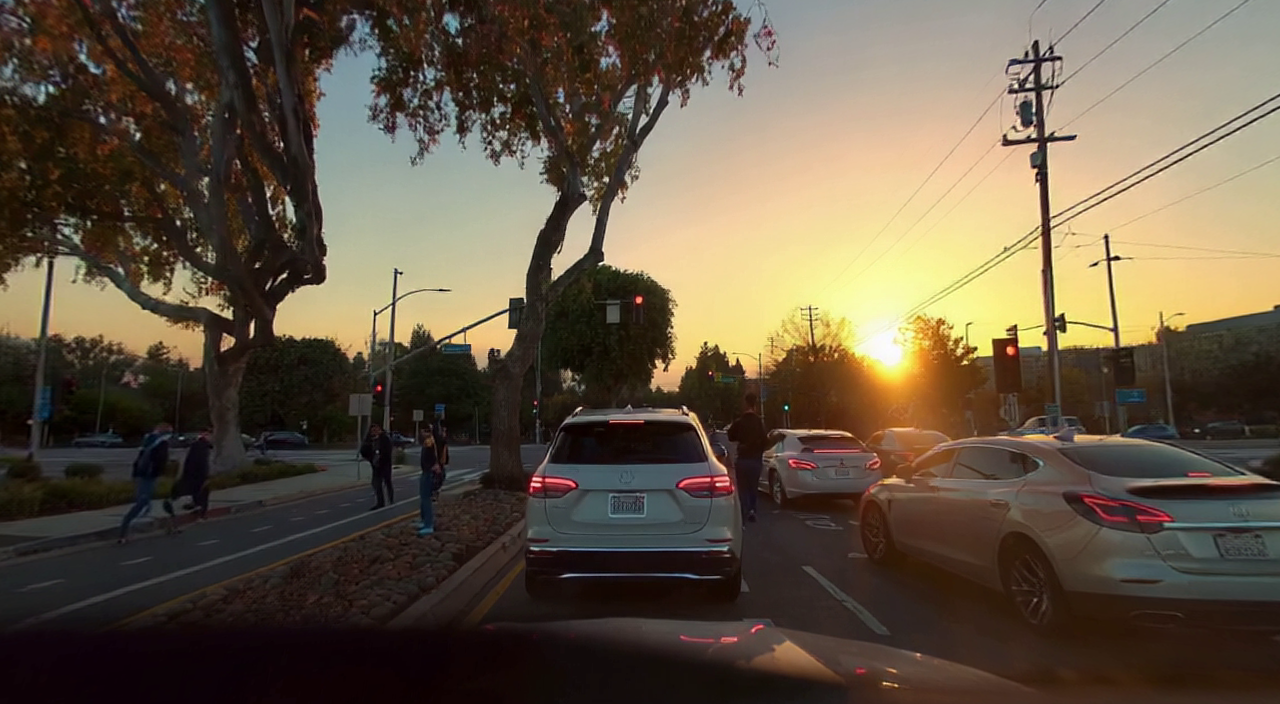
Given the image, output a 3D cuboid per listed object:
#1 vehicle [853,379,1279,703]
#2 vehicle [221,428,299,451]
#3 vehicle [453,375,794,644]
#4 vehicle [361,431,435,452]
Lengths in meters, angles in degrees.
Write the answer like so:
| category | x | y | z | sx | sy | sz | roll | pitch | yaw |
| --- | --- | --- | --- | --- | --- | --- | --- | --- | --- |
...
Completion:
| category | x | y | z | sx | sy | sz | roll | pitch | yaw |
| --- | --- | --- | --- | --- | --- | --- | --- | --- | --- |
| vehicle | 3.550 | 1.297 | 5.455 | 1.948 | 1.677 | 4.437 | 0 | -8 | 1 |
| vehicle | -28.375 | 6.533 | 47.193 | 4.587 | 1.639 | 1.878 | 0 | -8 | 0 |
| vehicle | -0.154 | 1.373 | 6.531 | 2.271 | 1.786 | 4.443 | 0 | -8 | -1 |
| vehicle | -17.755 | 6.557 | 46.353 | 4.607 | 1.478 | 1.995 | 0 | -8 | 0 |
